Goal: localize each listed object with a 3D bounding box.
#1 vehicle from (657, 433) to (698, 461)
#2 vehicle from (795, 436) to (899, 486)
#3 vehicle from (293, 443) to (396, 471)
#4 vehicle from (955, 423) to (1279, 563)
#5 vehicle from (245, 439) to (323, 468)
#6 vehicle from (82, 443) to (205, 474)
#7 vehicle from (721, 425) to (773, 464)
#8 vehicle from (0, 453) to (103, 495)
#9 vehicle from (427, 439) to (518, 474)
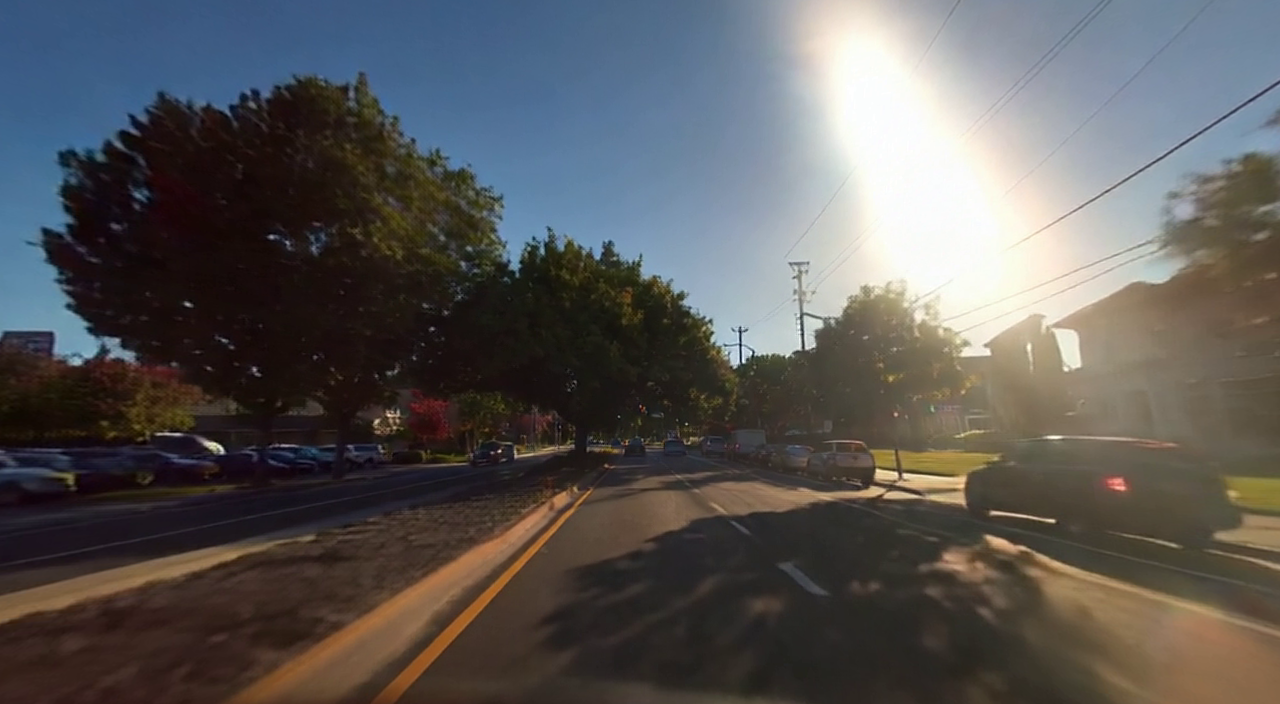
[{"bbox_3d":[2.540,6.587,43.977,2.293,1.814,4.589,0,-8,-3],"label":"vehicle"},{"bbox_3d":[7.372,3.936,23.163,1.951,1.601,5.147,0,-8,-2],"label":"vehicle"},{"bbox_3d":[-16.030,5.703,34.351,4.635,1.457,2.060,-2,-8,10],"label":"vehicle"},{"bbox_3d":[7.214,2.058,10.042,1.994,1.691,4.472,0,-8,-1],"label":"vehicle"},{"bbox_3d":[-24.792,7.149,44.227,1.980,1.780,4.859,-4,-11,12],"label":"vehicle"},{"bbox_3d":[-25.346,5.417,32.485,1.893,1.477,4.621,-3,-9,15],"label":"vehicle"},{"bbox_3d":[7.091,6.233,42.595,2.323,2.433,5.901,0,-8,-1],"label":"vehicle"},{"bbox_3d":[-23.732,4.654,24.268,1.768,1.429,4.423,-2,-8,13],"label":"vehicle"},{"bbox_3d":[-8.457,5.193,31.670,4.700,1.567,2.165,-8,-11,42],"label":"vehicle"}]
